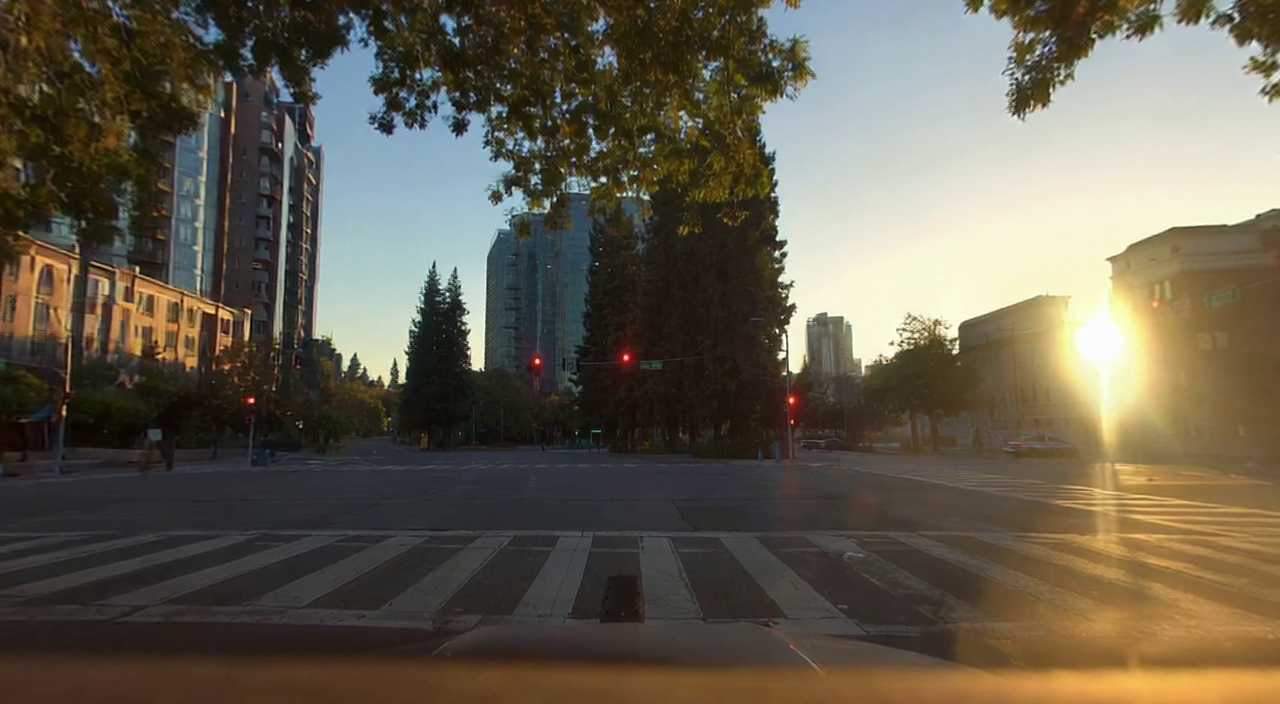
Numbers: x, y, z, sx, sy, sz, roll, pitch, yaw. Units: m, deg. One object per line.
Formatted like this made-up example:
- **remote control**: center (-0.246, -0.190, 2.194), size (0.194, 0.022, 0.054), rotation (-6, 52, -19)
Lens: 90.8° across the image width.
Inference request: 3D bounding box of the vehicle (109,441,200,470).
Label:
- **vehicle**: center (-34.936, 7.447, 45.749), size (2.204, 1.955, 5.518), rotation (0, -8, 0)

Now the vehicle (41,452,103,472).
- **vehicle**: center (-41.625, 8.042, 46.375), size (1.552, 1.339, 3.340), rotation (-1, -9, -3)

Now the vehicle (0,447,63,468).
- **vehicle**: center (-45.285, 7.777, 46.612), size (1.858, 1.467, 3.624), rotation (0, -9, 1)

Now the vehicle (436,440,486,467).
- **vehicle**: center (-12.005, 6.832, 42.659), size (2.080, 1.763, 4.341), rotation (0, -8, 1)

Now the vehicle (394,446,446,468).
- **vehicle**: center (-15.521, 7.441, 44.841), size (2.056, 1.450, 4.343), rotation (0, -8, 0)
